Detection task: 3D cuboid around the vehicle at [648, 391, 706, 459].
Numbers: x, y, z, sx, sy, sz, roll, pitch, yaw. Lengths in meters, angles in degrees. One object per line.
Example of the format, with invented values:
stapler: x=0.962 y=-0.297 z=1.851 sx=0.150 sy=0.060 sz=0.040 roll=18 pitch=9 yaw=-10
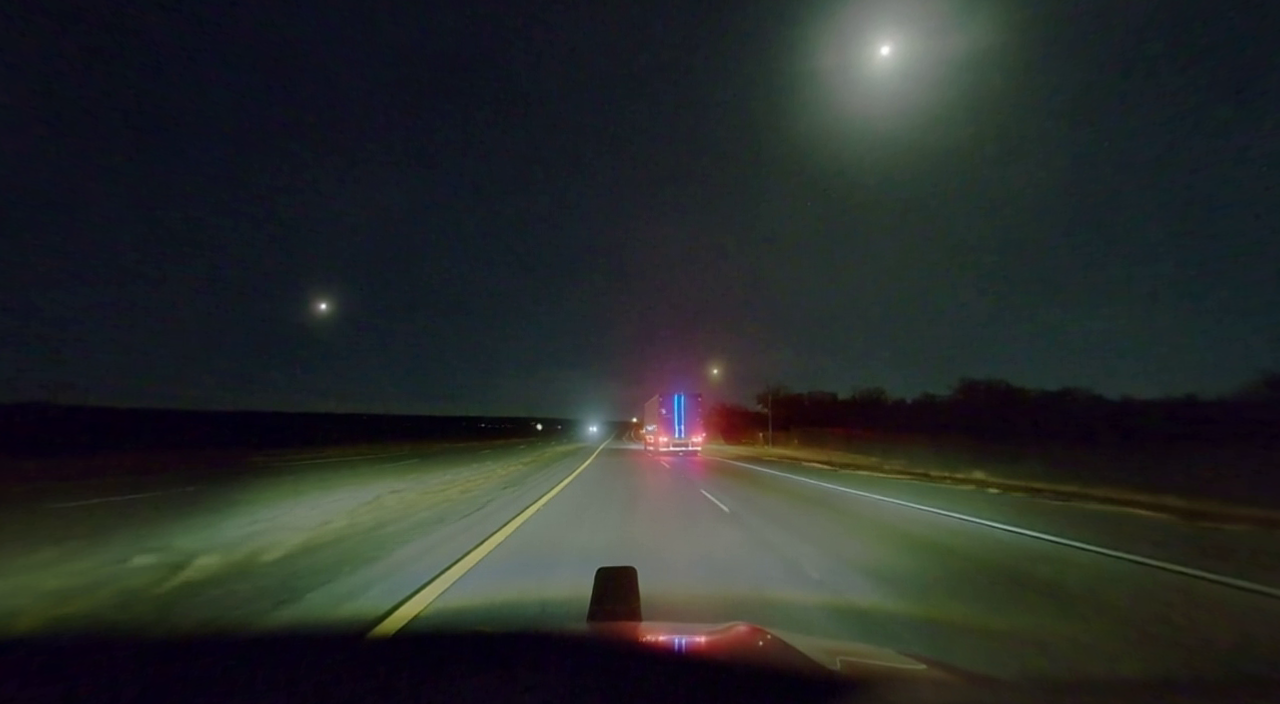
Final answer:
vehicle: x=2.184 y=4.785 z=40.723 sx=2.949 sy=3.877 sz=8.528 roll=1 pitch=-8 yaw=-2
